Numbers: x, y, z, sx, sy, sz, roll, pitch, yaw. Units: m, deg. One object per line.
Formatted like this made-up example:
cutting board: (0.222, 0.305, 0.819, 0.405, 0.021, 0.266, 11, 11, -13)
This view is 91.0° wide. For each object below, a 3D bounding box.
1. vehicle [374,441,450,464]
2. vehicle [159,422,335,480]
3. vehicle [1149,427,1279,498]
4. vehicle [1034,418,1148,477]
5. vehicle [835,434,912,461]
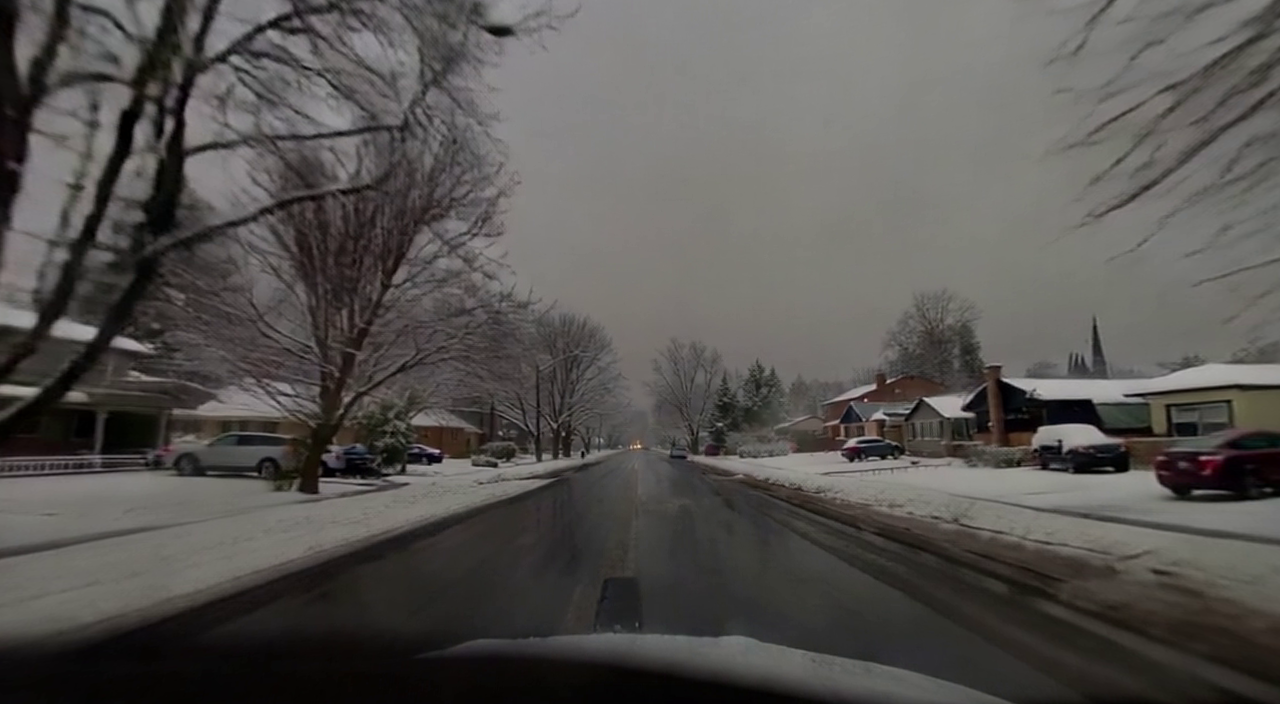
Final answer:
vehicle: (-15.301, 6.753, 42.367, 4.351, 1.474, 2.015, 0, -9, -1)
vehicle: (-15.306, 3.868, 24.852, 2.575, 2.031, 5.155, -6, -10, 34)
vehicle: (15.064, 2.527, 14.558, 4.606, 1.545, 1.967, -2, -9, 12)
vehicle: (16.276, 3.504, 23.057, 2.288, 1.880, 4.939, -4, -9, 23)
vehicle: (15.753, 6.414, 42.432, 4.468, 1.728, 2.135, 3, -8, -20)
